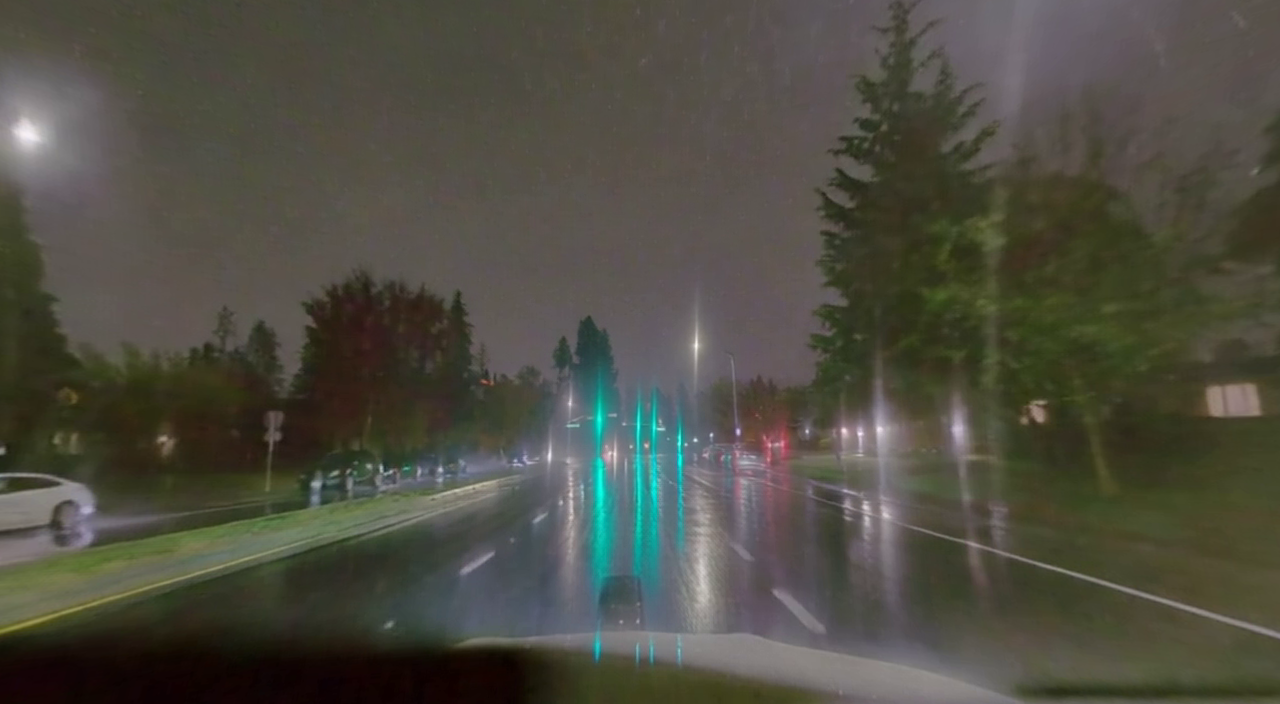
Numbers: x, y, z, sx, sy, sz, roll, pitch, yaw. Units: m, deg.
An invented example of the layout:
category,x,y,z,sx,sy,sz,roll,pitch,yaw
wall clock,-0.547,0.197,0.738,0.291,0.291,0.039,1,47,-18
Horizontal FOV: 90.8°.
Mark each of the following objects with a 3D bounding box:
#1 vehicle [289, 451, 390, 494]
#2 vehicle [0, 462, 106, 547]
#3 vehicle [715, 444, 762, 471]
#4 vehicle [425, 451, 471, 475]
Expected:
category,x,y,z,sx,sy,sz,roll,pitch,yaw
vehicle,-12.740,5.098,27.195,2.078,1.618,4.650,0,-8,-1
vehicle,-12.783,2.930,11.790,1.909,1.477,4.345,-3,-8,-1
vehicle,5.614,6.057,36.431,1.875,1.466,4.355,1,-8,-2
vehicle,-12.799,7.409,42.368,1.812,1.454,4.351,0,-8,-1
